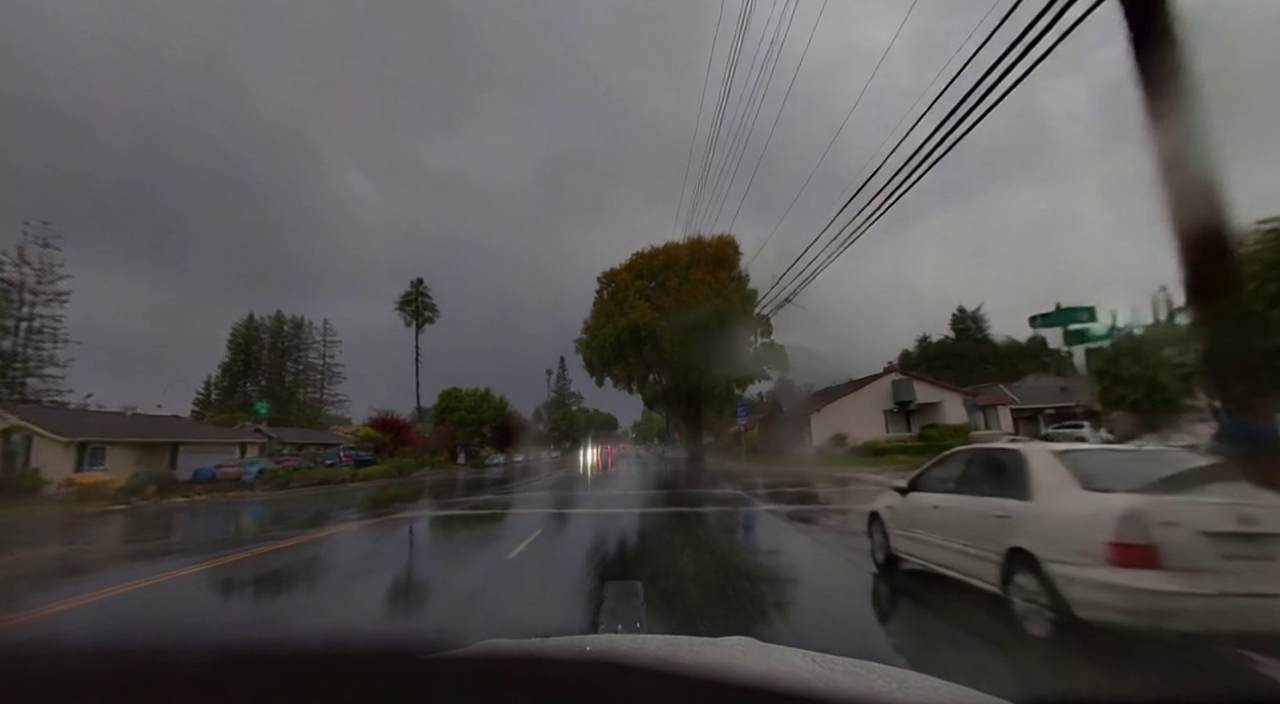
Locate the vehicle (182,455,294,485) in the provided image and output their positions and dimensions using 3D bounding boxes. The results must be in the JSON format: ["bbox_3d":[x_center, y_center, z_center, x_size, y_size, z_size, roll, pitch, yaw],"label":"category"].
[{"bbox_3d":[-21.851,6.408,34.506,4.728,1.536,2.006,0,-9,0],"label":"vehicle"}]

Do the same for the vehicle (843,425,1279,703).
[{"bbox_3d":[3.571,1.485,5.635,1.920,1.499,4.457,0,-9,-2],"label":"vehicle"}]

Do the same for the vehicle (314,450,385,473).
[{"bbox_3d":[-22.711,8.572,49.523,4.612,1.736,1.951,0,-9,-1],"label":"vehicle"}]
